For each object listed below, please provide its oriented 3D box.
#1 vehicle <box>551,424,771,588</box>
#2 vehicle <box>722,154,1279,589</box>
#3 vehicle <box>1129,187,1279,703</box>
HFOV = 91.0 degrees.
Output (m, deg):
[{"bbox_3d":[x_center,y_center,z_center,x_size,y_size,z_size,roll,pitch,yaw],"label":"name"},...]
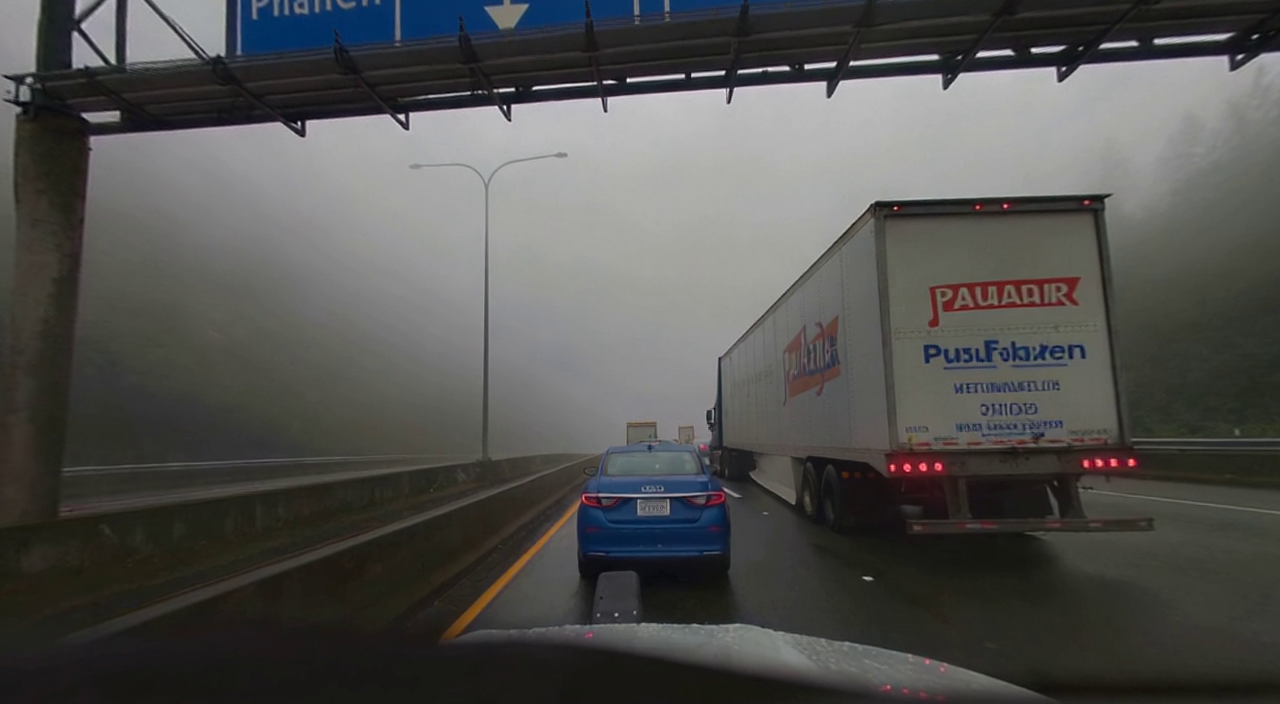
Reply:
[{"bbox_3d":[0.184,1.697,7.747,2.045,1.490,3.597,-1,-8,0],"label":"vehicle"},{"bbox_3d":[4.216,1.075,12.980,2.827,4.081,14.305,0,-8,-1],"label":"vehicle"},{"bbox_3d":[4.729,0.124,0.661,2.892,2.615,6.650,0,-8,-2],"label":"vehicle"}]
